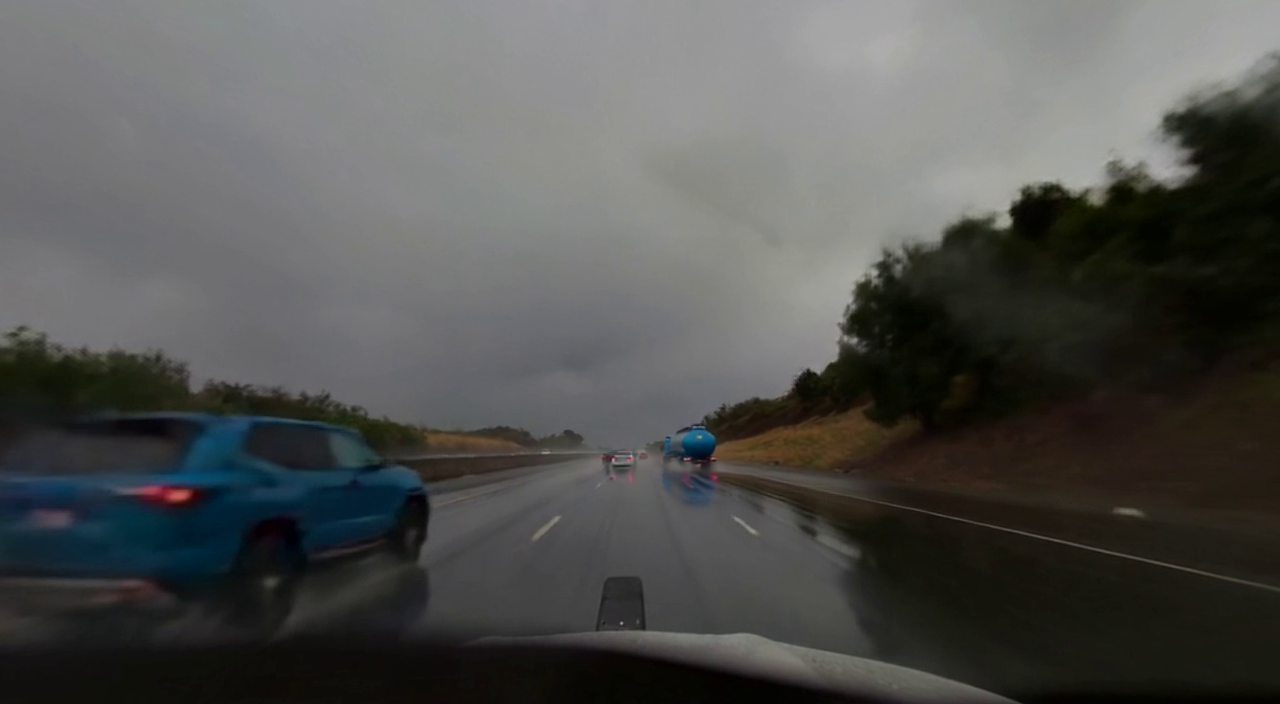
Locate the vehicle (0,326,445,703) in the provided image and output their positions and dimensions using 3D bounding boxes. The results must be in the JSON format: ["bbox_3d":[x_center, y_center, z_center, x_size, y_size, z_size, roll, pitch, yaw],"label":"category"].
[{"bbox_3d":[-3.286,1.161,4.516,2.258,1.805,4.665,0,-9,0],"label":"vehicle"}]

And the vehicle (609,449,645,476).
[{"bbox_3d":[-0.713,6.463,37.129,2.013,1.498,3.908,-1,-9,1],"label":"vehicle"}]
